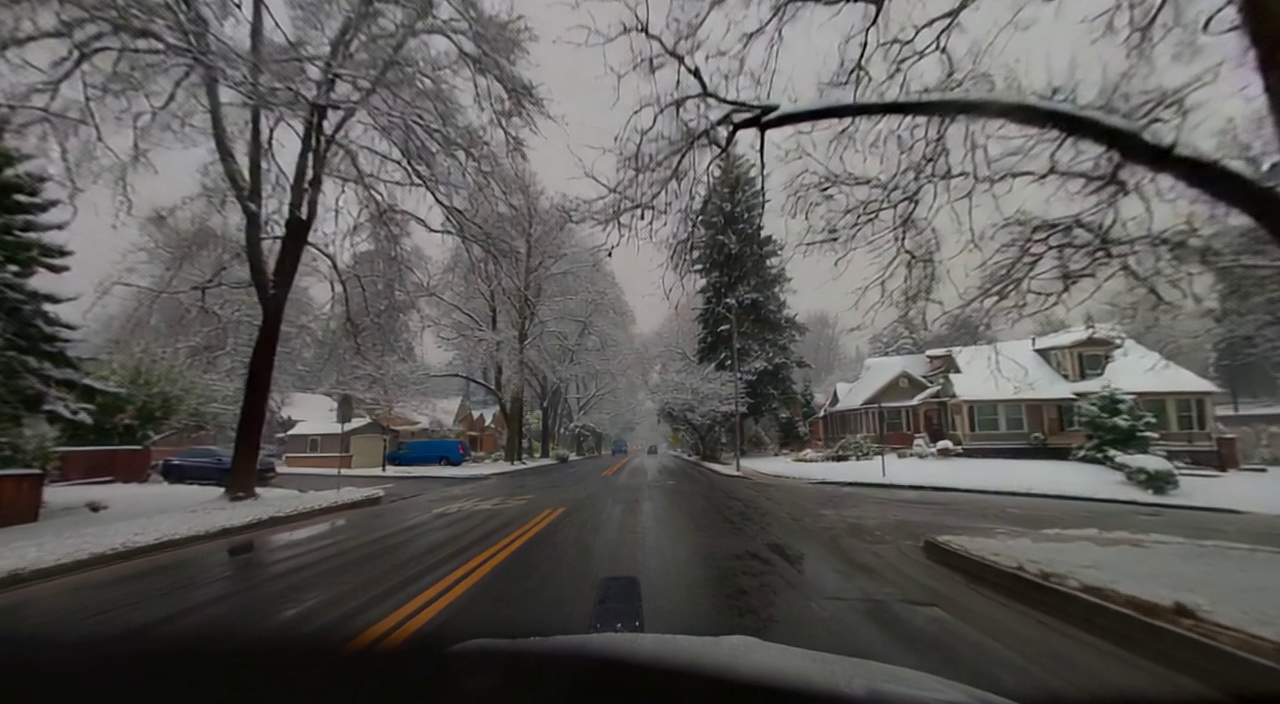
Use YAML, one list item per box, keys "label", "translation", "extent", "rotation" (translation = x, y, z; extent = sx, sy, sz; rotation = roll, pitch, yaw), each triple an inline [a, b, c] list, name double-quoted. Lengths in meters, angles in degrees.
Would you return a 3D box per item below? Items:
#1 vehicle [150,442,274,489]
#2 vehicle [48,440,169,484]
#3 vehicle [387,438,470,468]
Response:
- label: "vehicle"
  translation: [-17.554, 4.580, 25.889]
  extent: [4.876, 1.763, 2.016]
  rotation: [-5, -9, 27]
- label: "vehicle"
  translation: [-25.154, 5.135, 29.837]
  extent: [5.987, 1.881, 2.249]
  rotation: [-5, -10, 29]
- label: "vehicle"
  translation: [-13.783, 6.600, 41.442]
  extent: [2.145, 1.839, 4.837]
  rotation: [-6, -10, 34]
